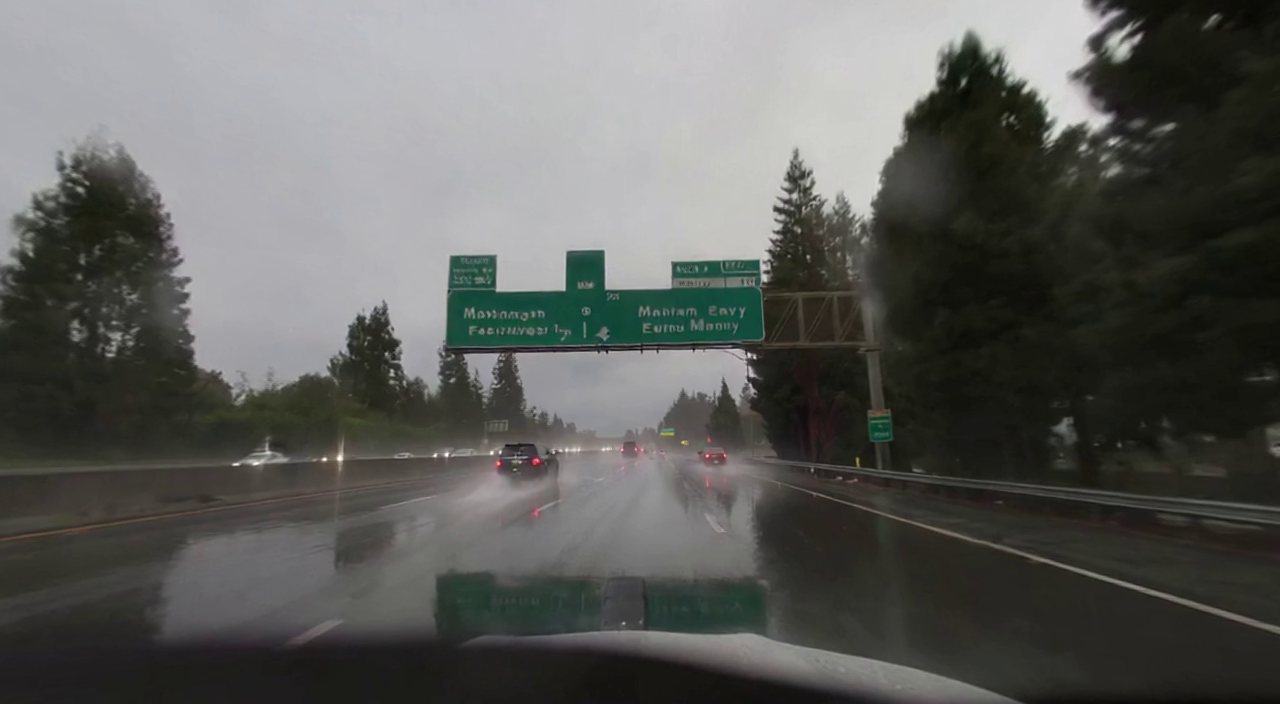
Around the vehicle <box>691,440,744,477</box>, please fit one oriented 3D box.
[{"bbox_3d":[3.776,5.269,31.548,2.229,1.704,4.392,0,-8,2],"label":"vehicle"}]

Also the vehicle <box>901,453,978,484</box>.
[{"bbox_3d":[15.828,6.152,33.620,1.941,1.475,4.406,0,-8,1],"label":"vehicle"}]

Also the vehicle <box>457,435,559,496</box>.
[{"bbox_3d":[-4.064,3.583,20.333,2.196,1.733,4.355,-1,-8,2],"label":"vehicle"}]

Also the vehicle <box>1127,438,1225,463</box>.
[{"bbox_3d":[36.100,6.668,42.567,4.671,1.619,2.080,0,-8,1],"label":"vehicle"}]
